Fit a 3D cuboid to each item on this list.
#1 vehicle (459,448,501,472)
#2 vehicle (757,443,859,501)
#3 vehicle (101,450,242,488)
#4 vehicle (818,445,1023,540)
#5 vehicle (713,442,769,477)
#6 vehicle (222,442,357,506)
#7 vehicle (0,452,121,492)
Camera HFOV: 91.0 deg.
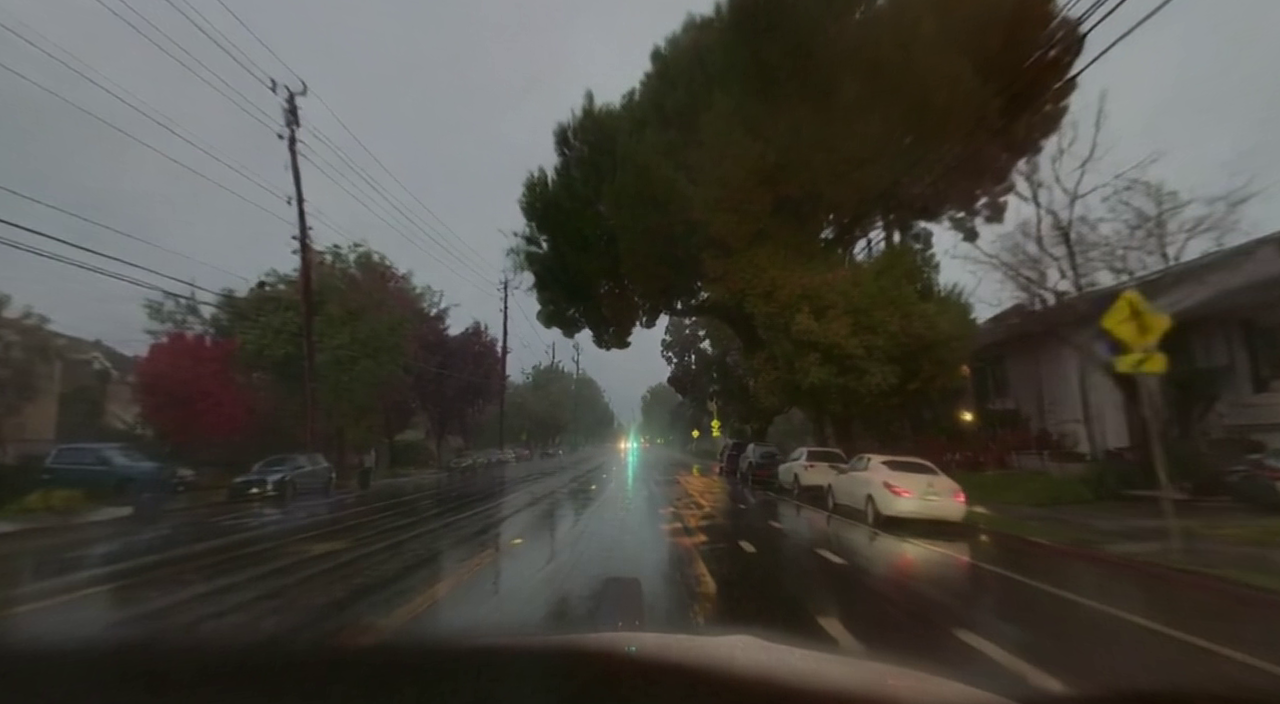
[{"bbox_3d":[-12.030,8.185,47.584,1.907,1.612,4.594,-3,-10,1],"label":"vehicle"},{"bbox_3d":[4.953,3.578,19.233,1.978,1.529,4.357,0,-9,1],"label":"vehicle"},{"bbox_3d":[-20.761,5.177,28.069,4.601,1.613,2.030,0,-9,-1],"label":"vehicle"},{"bbox_3d":[5.048,2.542,12.118,1.924,1.471,4.259,0,-9,-1],"label":"vehicle"},{"bbox_3d":[5.130,5.541,32.670,2.009,1.649,5.156,0,-9,0],"label":"vehicle"},{"bbox_3d":[-12.074,4.197,22.143,2.116,1.875,4.675,-3,-9,-1],"label":"vehicle"},{"bbox_3d":[-24.291,4.880,25.674,4.450,1.519,1.927,0,-9,0],"label":"vehicle"}]
